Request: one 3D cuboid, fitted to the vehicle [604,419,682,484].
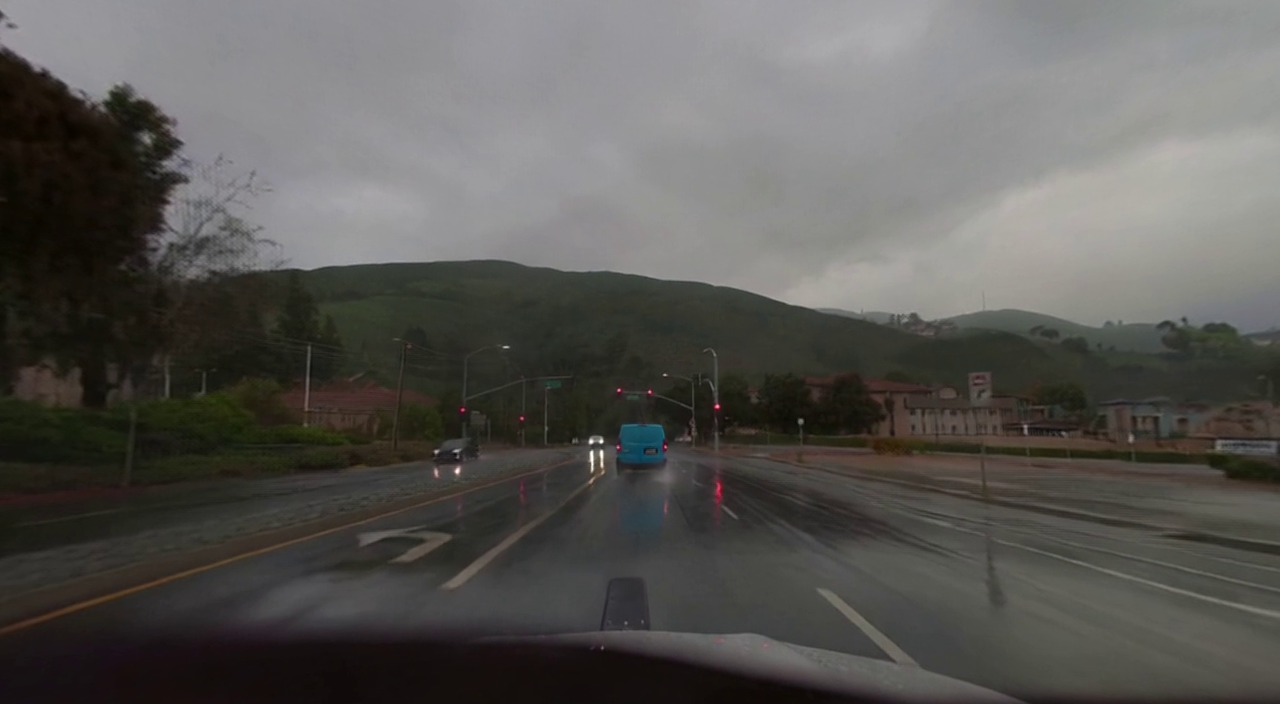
[{"bbox_3d":[0.105,3.117,19.942,2.185,1.822,4.391,0,-8,1],"label":"vehicle"}]

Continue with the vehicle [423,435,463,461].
[{"bbox_3d":[-12.020,5.898,38.731,1.991,1.469,4.596,2,-9,-13],"label":"vehicle"}]

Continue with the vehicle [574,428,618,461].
[{"bbox_3d":[-2.480,5.346,36.550,2.131,1.783,4.540,0,-8,1],"label":"vehicle"}]
